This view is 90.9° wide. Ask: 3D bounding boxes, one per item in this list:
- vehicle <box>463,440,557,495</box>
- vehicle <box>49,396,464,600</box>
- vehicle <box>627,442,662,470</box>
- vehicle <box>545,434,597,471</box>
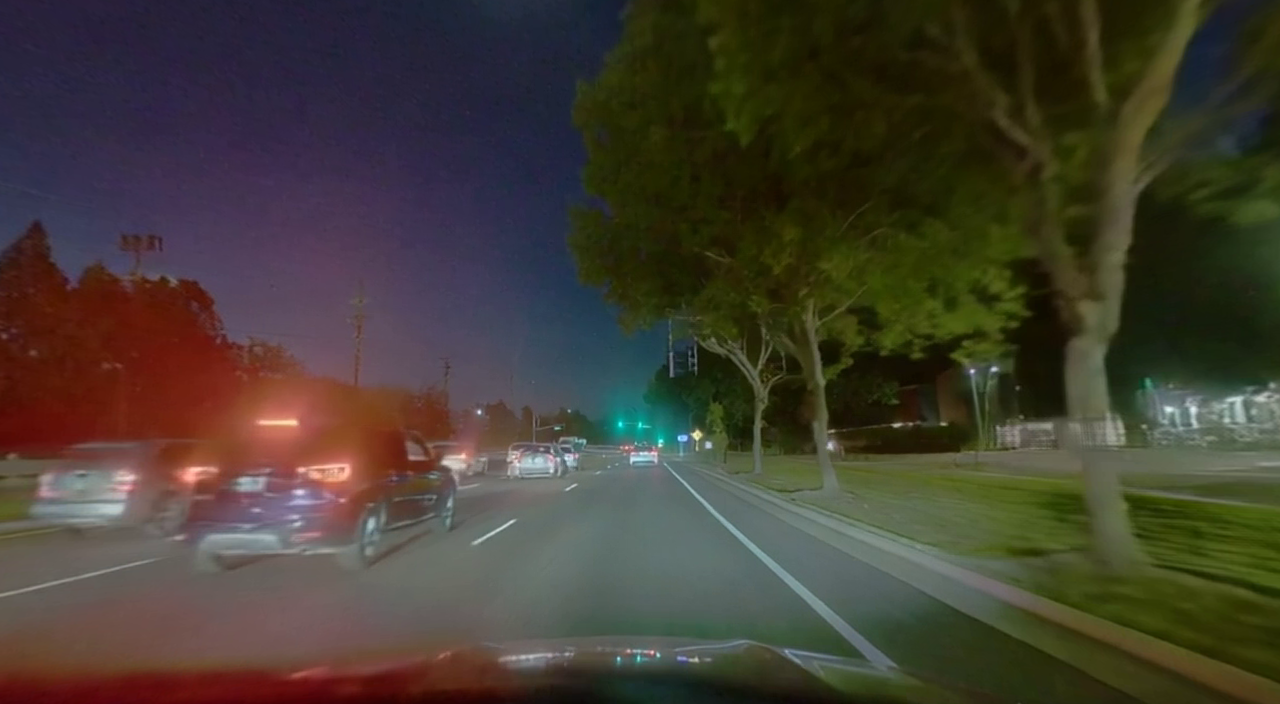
[{"bbox_3d":[-3.849,3.490,19.525,1.952,1.471,4.334,-1,-8,1],"label":"vehicle"},{"bbox_3d":[-4.025,1.621,7.988,2.130,1.749,4.904,0,-8,0],"label":"vehicle"},{"bbox_3d":[0.250,5.802,35.322,1.875,1.453,3.888,0,-8,0],"label":"vehicle"},{"bbox_3d":[-3.651,5.420,34.215,2.242,1.852,5.201,0,-8,0],"label":"vehicle"}]
